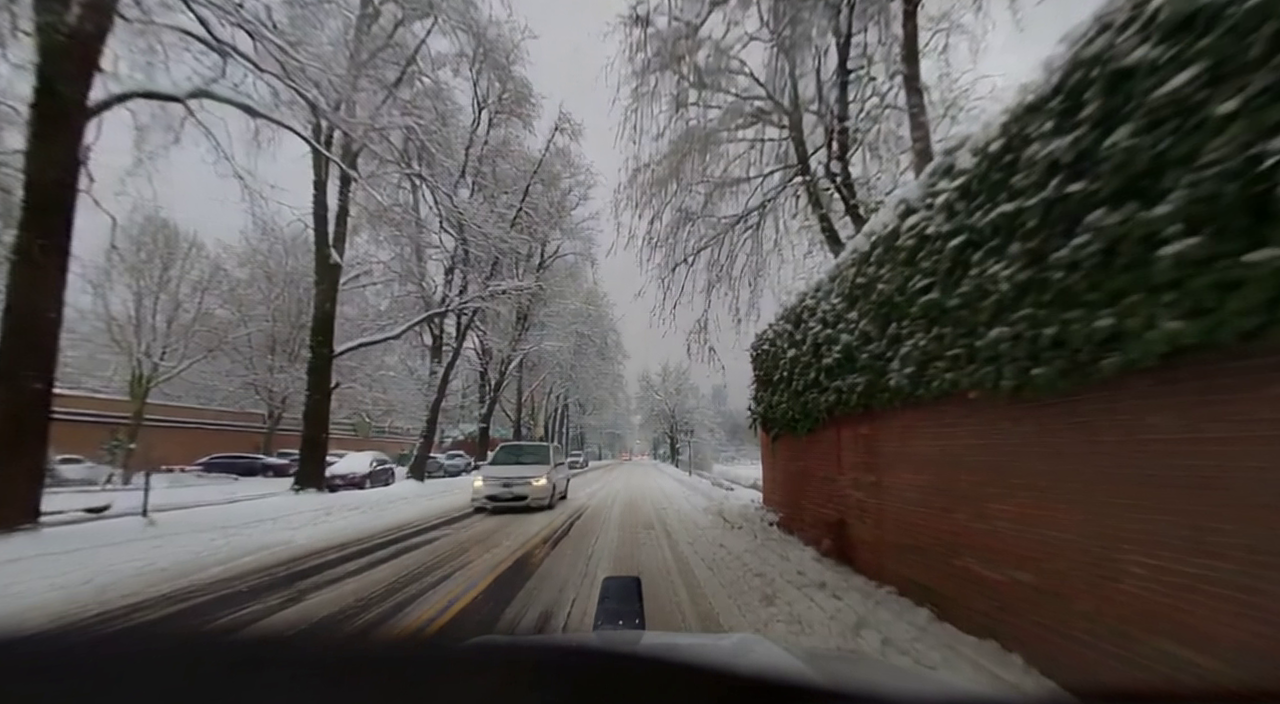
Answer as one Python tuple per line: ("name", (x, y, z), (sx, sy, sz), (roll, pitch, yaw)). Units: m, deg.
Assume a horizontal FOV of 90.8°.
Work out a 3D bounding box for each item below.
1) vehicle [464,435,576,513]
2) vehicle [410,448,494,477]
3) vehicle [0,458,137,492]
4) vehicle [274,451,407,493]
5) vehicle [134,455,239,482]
("vehicle", (-2.921, 3.080, 16.371), (2.047, 1.725, 4.288), (0, -9, 0))
("vehicle", (-13.754, 8.145, 46.558), (5.428, 1.908, 2.196), (1, -10, 0))
("vehicle", (-26.020, 5.602, 28.884), (4.374, 1.455, 1.918), (0, -9, 0))
("vehicle", (-13.314, 5.353, 28.306), (4.870, 1.767, 2.120), (0, -9, 2))
("vehicle", (-26.980, 6.957, 37.719), (4.736, 1.516, 1.937), (0, -9, 1))
